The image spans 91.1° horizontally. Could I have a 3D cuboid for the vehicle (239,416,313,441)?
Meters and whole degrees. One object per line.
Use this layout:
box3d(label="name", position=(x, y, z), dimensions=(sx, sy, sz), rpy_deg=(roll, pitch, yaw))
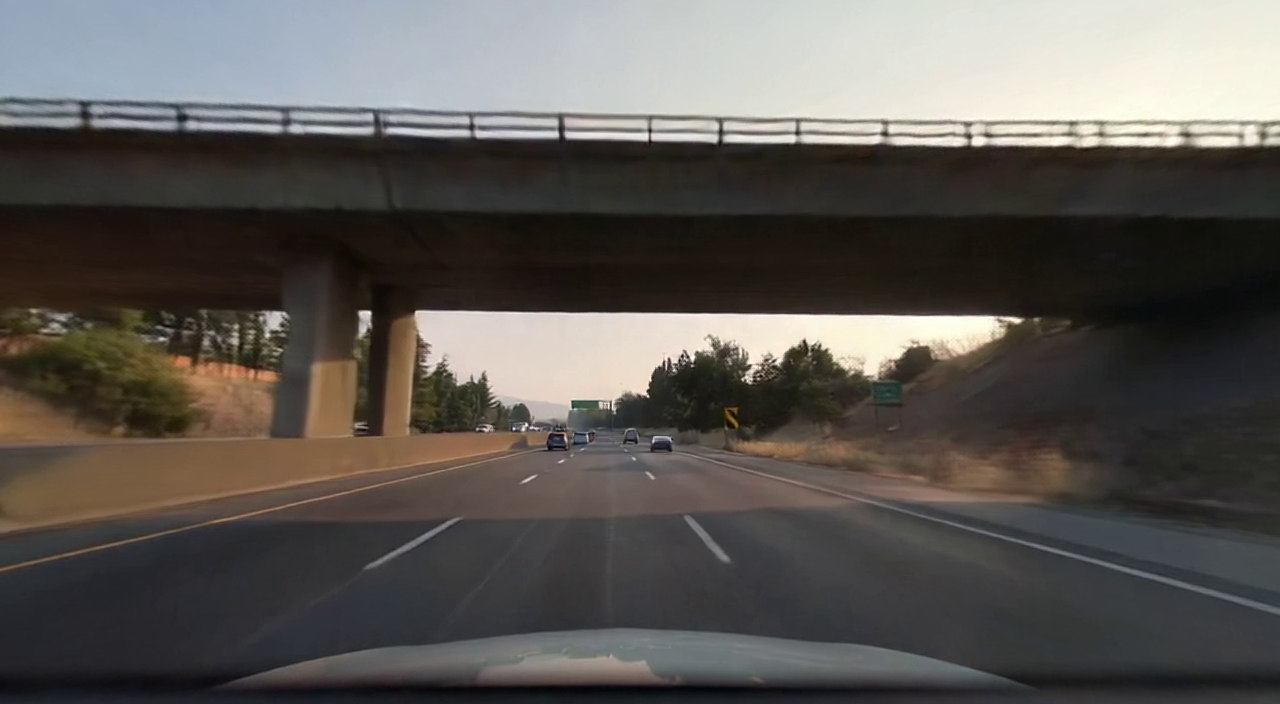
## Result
box3d(label="vehicle", position=(-19.197, 4.098, 33.352), dimensions=(1.709, 1.249, 3.954), rpy_deg=(1, -8, -3))

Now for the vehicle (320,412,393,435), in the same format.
box3d(label="vehicle", position=(-15.051, 3.872, 33.631), dimensions=(1.973, 1.175, 4.532), rpy_deg=(0, -8, -3))

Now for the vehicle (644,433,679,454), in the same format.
box3d(label="vehicle", position=(1.425, 6.195, 42.529), dimensions=(1.999, 1.329, 3.913), rpy_deg=(1, -8, -4))
